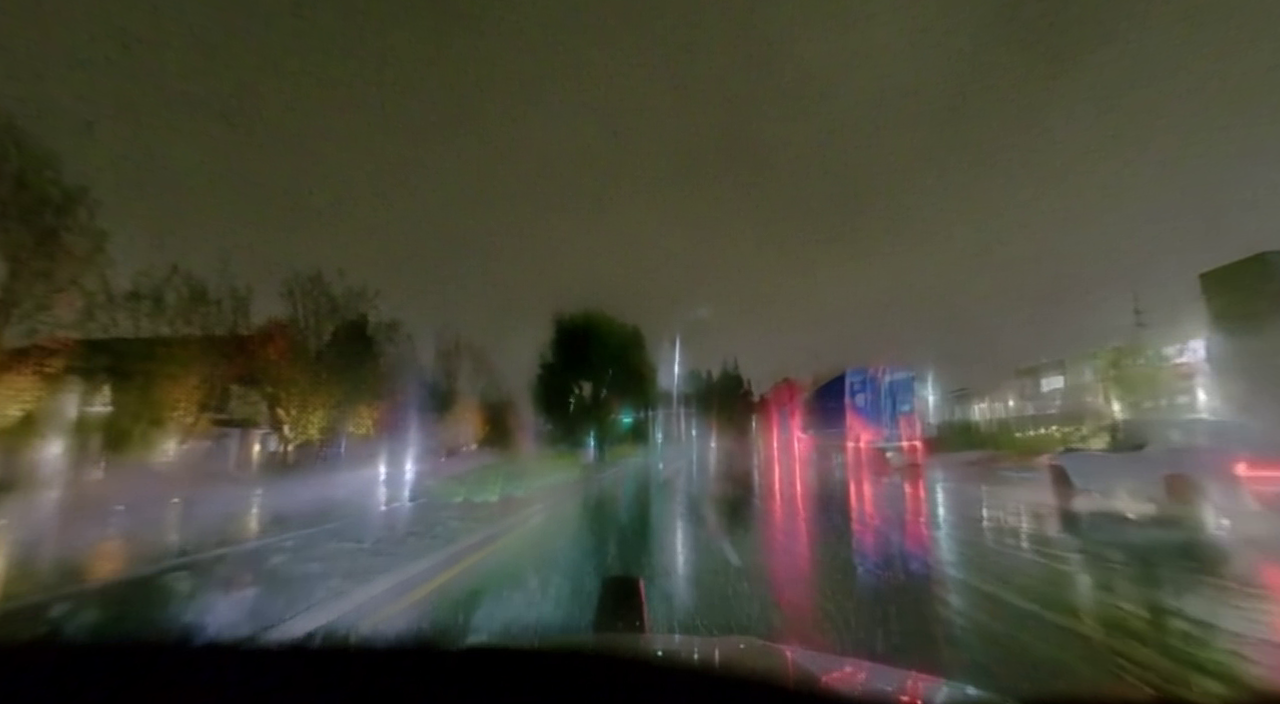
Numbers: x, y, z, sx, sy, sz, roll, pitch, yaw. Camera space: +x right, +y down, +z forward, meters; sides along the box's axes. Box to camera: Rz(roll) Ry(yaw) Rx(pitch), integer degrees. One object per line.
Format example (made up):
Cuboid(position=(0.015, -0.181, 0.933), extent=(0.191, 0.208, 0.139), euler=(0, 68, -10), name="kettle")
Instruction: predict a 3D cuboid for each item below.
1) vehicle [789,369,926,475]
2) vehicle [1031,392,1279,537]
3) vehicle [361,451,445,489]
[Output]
Cuboid(position=(11.215, 4.230, 35.440), extent=(2.907, 4.439, 17.681), euler=(-1, -8, 5), name="vehicle")
Cuboid(position=(9.842, 1.904, 11.139), extent=(2.200, 1.944, 5.935), euler=(-1, -9, 2), name="vehicle")
Cuboid(position=(-10.452, 5.214, 28.261), extent=(1.907, 1.505, 4.354), euler=(-1, -9, 2), name="vehicle")
